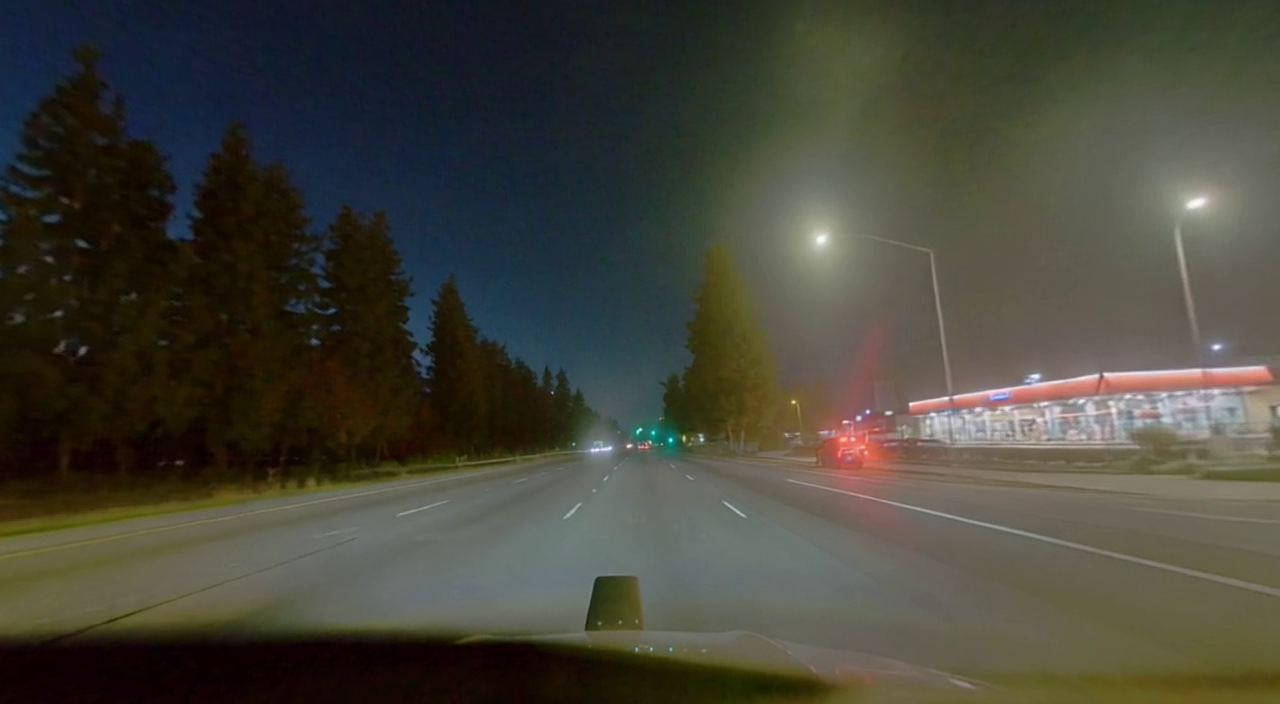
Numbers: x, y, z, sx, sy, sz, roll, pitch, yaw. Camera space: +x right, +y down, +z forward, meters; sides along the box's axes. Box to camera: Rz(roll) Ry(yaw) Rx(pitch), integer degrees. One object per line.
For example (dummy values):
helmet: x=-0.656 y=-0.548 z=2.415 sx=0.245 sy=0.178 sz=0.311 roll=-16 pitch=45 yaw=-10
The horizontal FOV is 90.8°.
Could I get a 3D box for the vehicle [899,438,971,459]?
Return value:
vehicle: x=22.311 y=7.277 z=47.834 sx=4.373 sy=1.532 sz=2.071 roll=0 pitch=-8 yaw=-1
